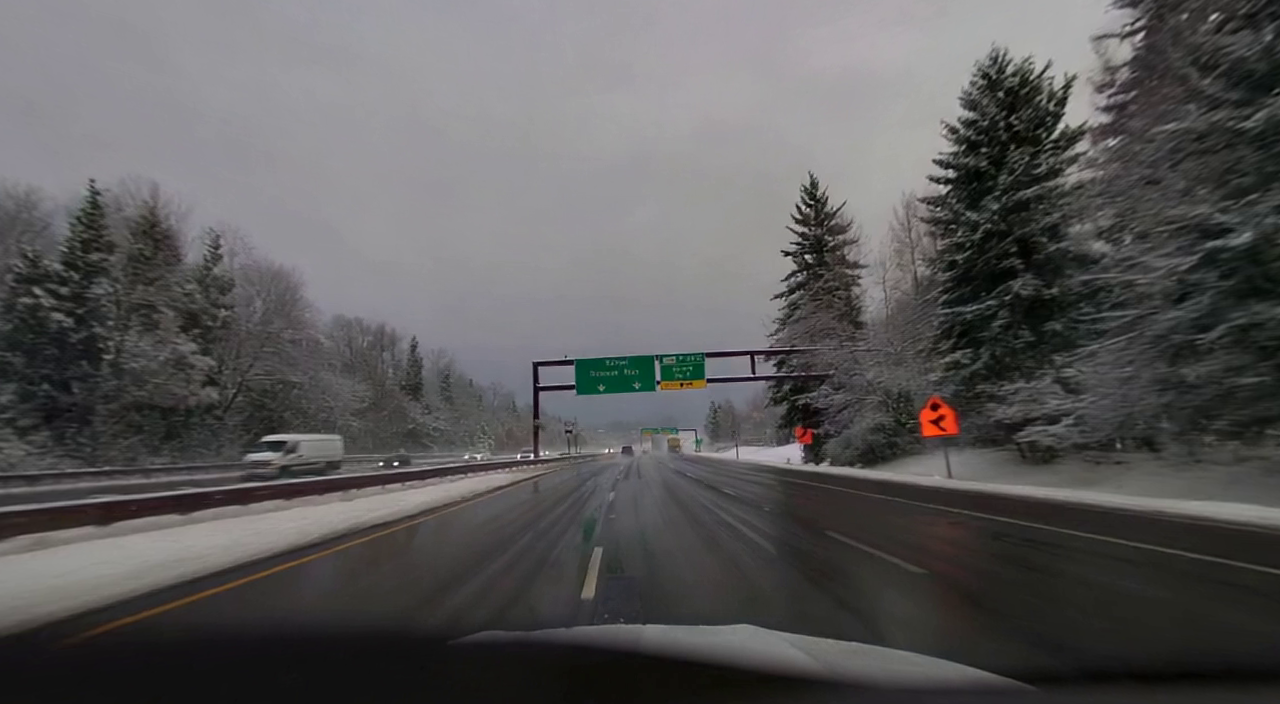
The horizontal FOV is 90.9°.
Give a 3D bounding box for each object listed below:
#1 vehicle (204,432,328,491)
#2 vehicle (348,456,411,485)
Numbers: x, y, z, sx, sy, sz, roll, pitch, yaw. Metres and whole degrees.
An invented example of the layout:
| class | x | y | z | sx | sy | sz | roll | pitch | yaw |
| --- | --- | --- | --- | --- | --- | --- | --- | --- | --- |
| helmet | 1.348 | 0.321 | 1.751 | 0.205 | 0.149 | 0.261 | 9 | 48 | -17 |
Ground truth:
| class | x | y | z | sx | sy | sz | roll | pitch | yaw |
| --- | --- | --- | --- | --- | --- | --- | --- | --- | --- |
| vehicle | -18.596 | 5.473 | 31.853 | 2.383 | 2.644 | 6.169 | 0 | -9 | 0 |
| vehicle | -14.401 | 6.568 | 35.040 | 1.870 | 1.449 | 3.742 | 0 | -9 | 0 |
